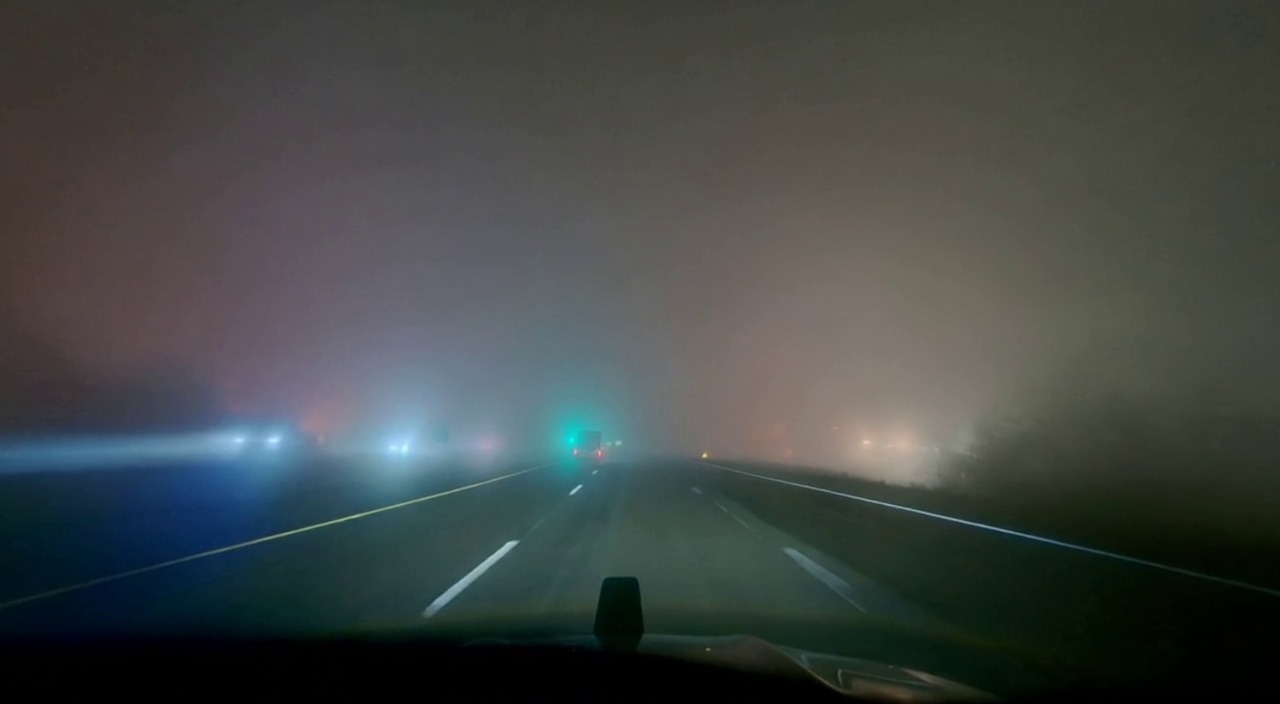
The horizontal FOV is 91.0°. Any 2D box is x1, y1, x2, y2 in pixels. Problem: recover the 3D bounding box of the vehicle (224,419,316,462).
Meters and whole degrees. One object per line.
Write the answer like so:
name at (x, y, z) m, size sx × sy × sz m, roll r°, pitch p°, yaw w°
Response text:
vehicle at (-25.367, 6.154, 43.608) m, size 2.363 × 2.699 × 6.591 m, roll 0°, pitch -9°, yaw -1°
